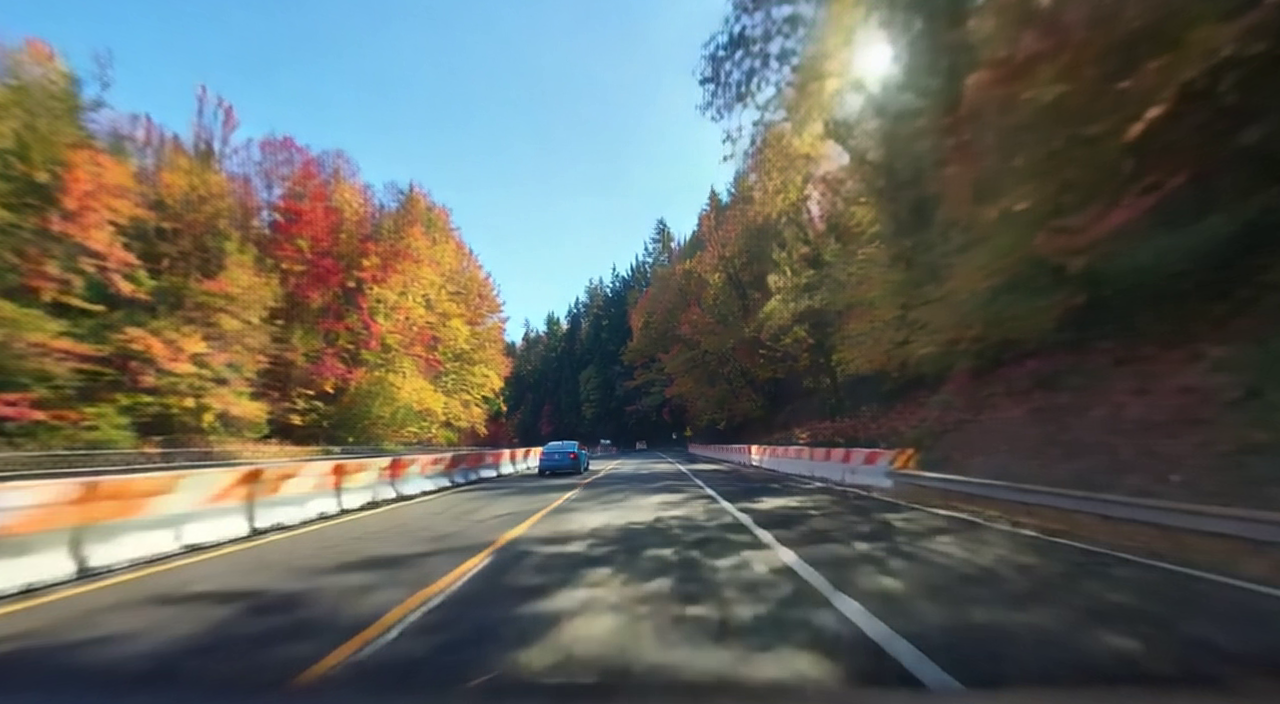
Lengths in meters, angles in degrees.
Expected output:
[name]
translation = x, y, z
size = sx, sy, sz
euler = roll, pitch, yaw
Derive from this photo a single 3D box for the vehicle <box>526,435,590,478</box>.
[vehicle]
translation = -3.088, 4.034, 24.589
size = 1.902, 1.505, 4.016
euler = 0, -8, 1
